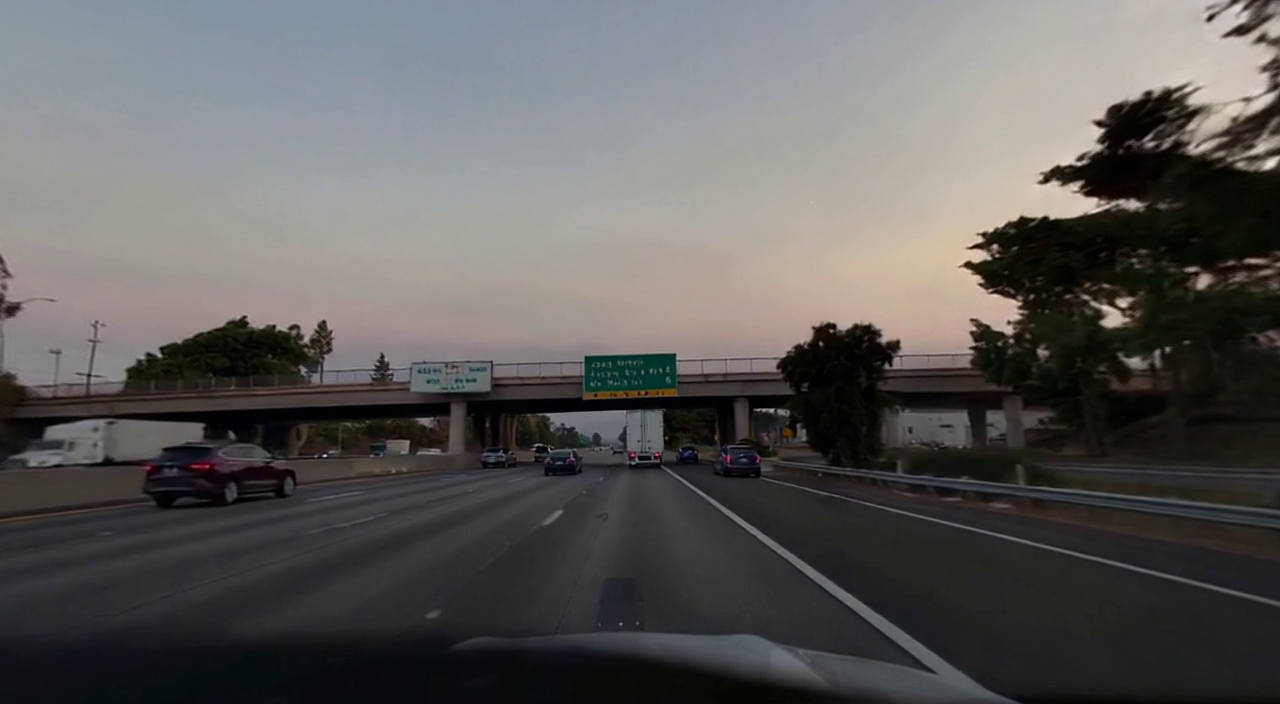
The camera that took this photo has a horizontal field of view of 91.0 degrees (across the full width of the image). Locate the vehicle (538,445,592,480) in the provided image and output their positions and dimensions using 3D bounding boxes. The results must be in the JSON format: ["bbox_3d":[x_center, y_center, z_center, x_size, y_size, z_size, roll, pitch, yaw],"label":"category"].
[{"bbox_3d":[-3.580,5.340,30.778,2.083,1.576,4.307,0,-9,1],"label":"vehicle"}]

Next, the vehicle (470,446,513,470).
[{"bbox_3d":[-10.903,7.807,46.564,2.080,1.637,4.581,0,-9,0],"label":"vehicle"}]

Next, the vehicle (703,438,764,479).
[{"bbox_3d":[4.216,4.883,29.062,2.107,1.707,4.445,0,-9,0],"label":"vehicle"}]

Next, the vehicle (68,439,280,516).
[{"bbox_3d":[-11.185,3.010,15.615,1.966,1.627,4.258,0,-9,0],"label":"vehicle"}]
